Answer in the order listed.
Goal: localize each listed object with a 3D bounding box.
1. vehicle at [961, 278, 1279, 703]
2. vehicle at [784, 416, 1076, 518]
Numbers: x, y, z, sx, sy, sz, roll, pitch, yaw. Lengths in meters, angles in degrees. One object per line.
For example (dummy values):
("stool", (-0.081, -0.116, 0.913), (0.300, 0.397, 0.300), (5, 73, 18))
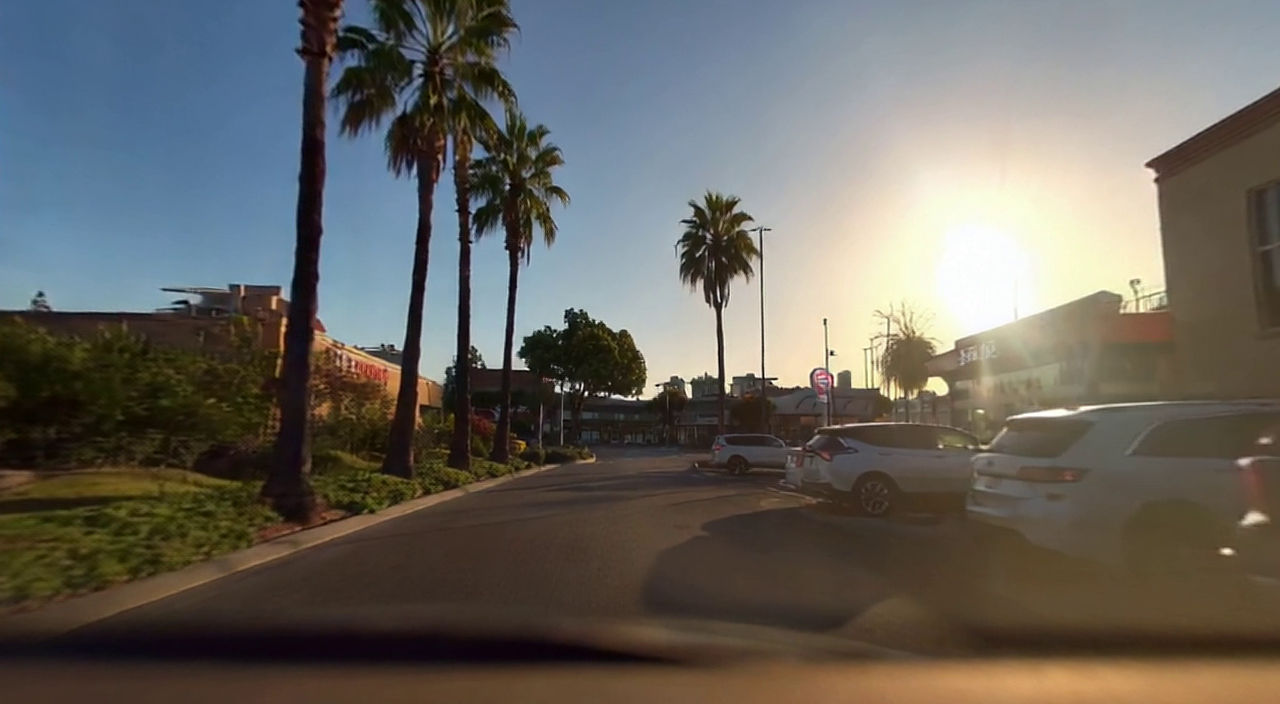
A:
("vehicle", (5.811, 0.876, 4.367), (5.866, 2.185, 2.322), (0, -8, -1))
("vehicle", (5.460, 2.215, 12.380), (4.743, 1.800, 1.952), (1, -8, -3))
